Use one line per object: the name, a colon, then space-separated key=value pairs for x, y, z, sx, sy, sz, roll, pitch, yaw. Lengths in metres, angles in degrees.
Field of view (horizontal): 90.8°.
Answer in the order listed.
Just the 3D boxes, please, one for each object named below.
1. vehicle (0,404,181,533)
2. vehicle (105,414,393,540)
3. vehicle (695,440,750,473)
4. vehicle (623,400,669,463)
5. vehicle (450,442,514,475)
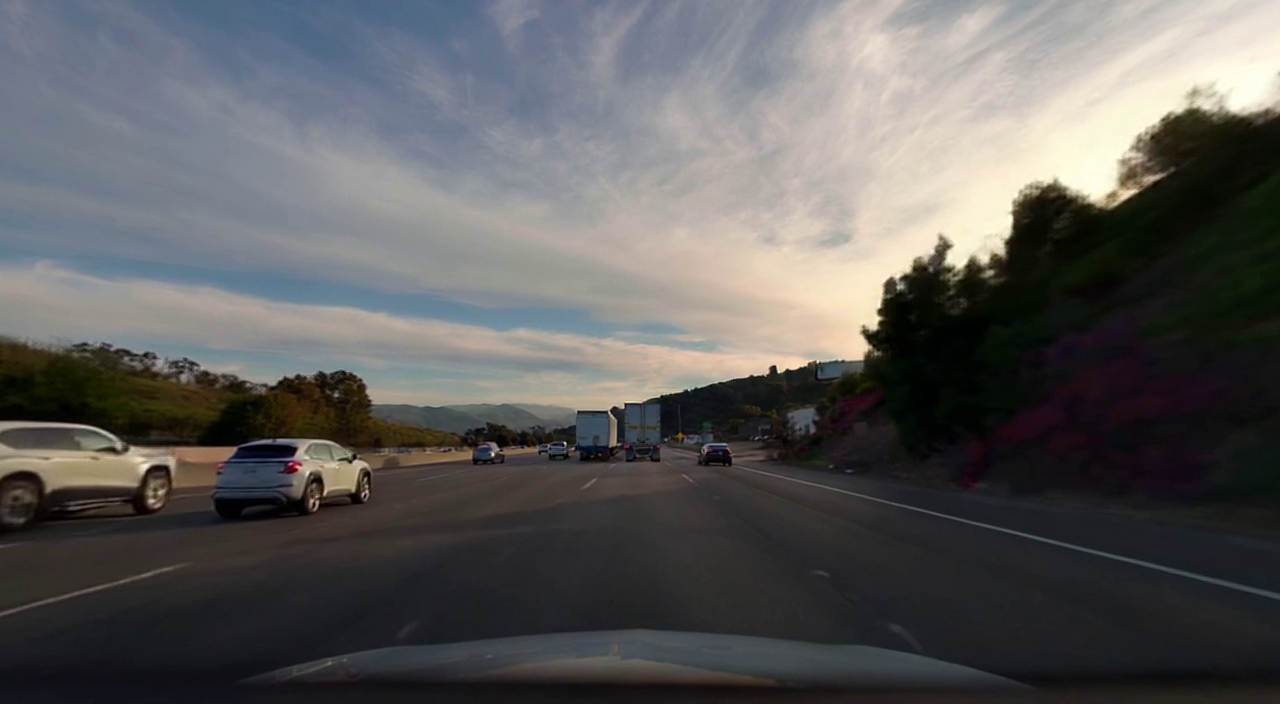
vehicle: x=-10.505 y=1.802 z=9.882 sx=2.208 sy=1.889 sz=5.781 roll=0 pitch=-9 yaw=1
vehicle: x=-6.396 y=2.085 z=11.149 sx=2.122 sy=1.754 sz=4.379 roll=0 pitch=-9 yaw=2
vehicle: x=3.944 y=5.086 z=30.910 sx=2.006 sy=1.452 sz=4.246 roll=0 pitch=-9 yaw=-1
vehicle: x=0.358 y=6.031 z=46.835 sx=2.969 sy=4.104 sz=10.906 roll=0 pitch=-9 yaw=0
vehicle: x=-7.491 y=5.100 z=30.423 sx=1.891 sy=1.460 sz=4.506 roll=0 pitch=-9 yaw=1
